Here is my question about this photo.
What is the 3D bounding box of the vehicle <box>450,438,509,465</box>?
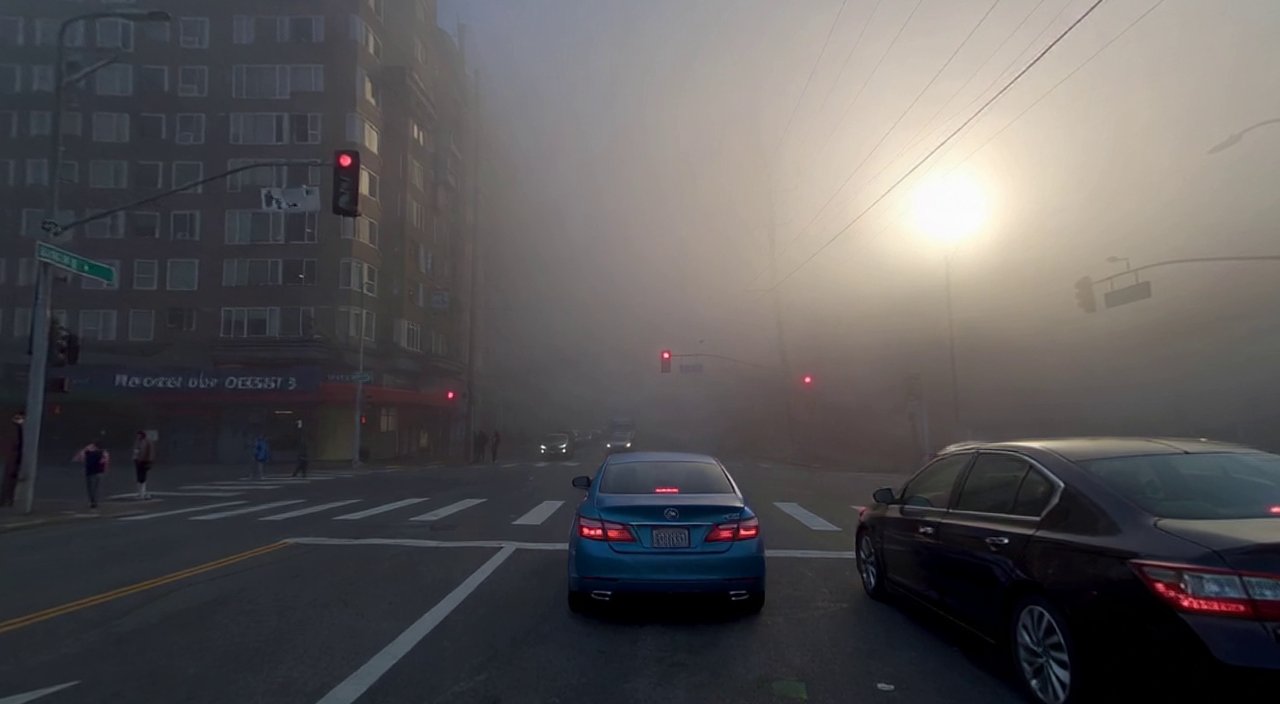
[{"bbox_3d":[-9.997,6.254,39.559,2.030,1.596,3.912,-2,-9,11],"label":"vehicle"}]

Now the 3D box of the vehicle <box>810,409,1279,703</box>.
[{"bbox_3d":[2.820,1.286,4.551,1.961,1.498,4.356,0,-8,0],"label":"vehicle"}]

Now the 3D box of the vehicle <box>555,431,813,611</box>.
[{"bbox_3d":[0.290,1.696,7.301,2.132,1.464,4.089,0,-8,-2],"label":"vehicle"}]
